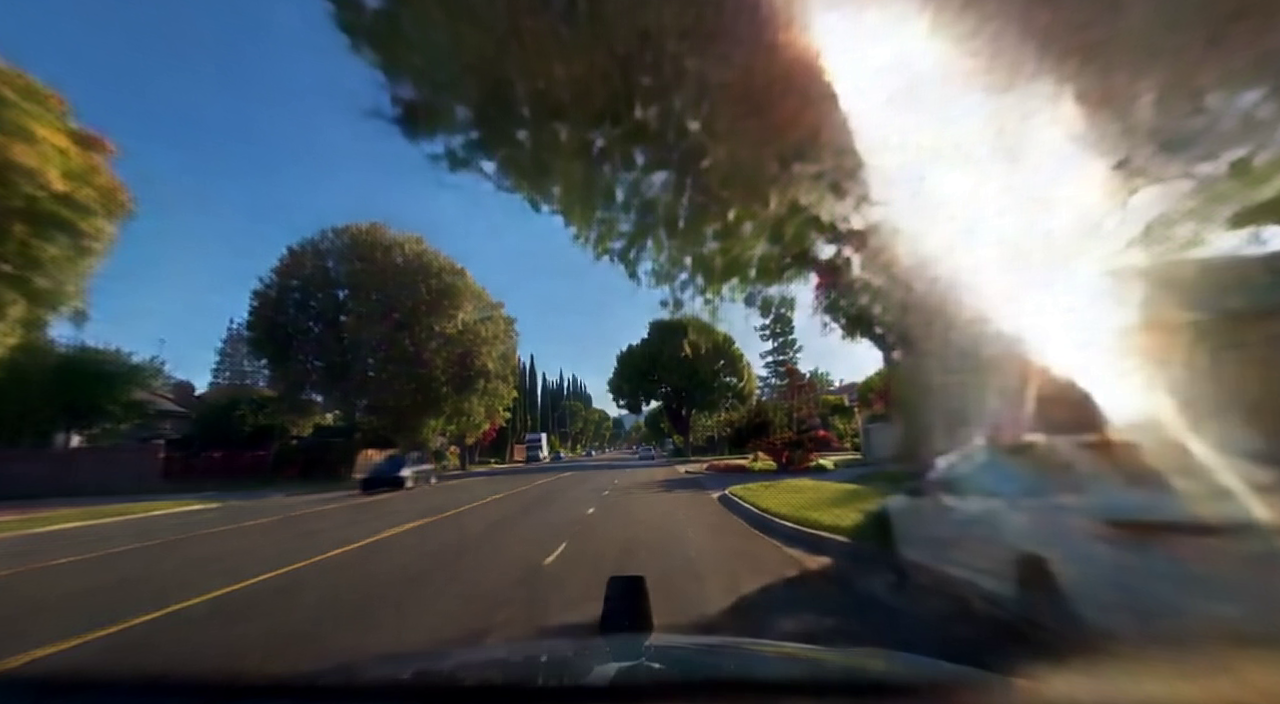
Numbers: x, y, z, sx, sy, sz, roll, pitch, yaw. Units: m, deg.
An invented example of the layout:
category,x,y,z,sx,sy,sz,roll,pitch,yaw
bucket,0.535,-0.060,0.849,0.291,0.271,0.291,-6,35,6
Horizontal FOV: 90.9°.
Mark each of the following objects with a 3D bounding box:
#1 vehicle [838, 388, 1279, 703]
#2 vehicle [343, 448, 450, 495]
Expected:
category,x,y,z,sx,sy,sz,roll,pitch,yaw
vehicle,3.224,1.246,4.644,2.011,1.507,4.769,0,-9,0
vehicle,-8.702,4.288,23.035,2.001,1.508,4.581,0,-9,1
